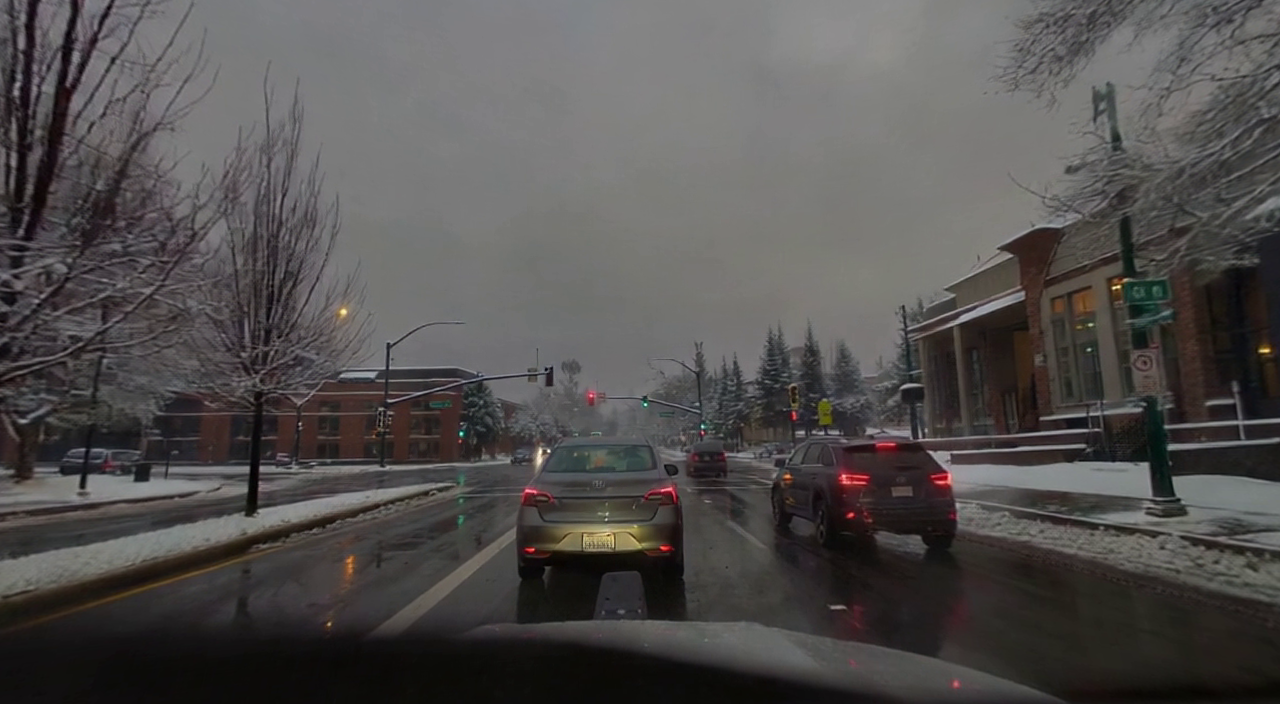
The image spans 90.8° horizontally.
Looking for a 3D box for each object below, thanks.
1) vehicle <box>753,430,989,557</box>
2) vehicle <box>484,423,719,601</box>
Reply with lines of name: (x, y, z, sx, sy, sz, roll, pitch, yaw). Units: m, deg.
vehicle: (3.136, 2.004, 9.700, 1.910, 1.474, 4.263, 0, -9, -2)
vehicle: (-0.353, 1.635, 7.234, 2.006, 1.487, 3.535, 0, -9, -1)
